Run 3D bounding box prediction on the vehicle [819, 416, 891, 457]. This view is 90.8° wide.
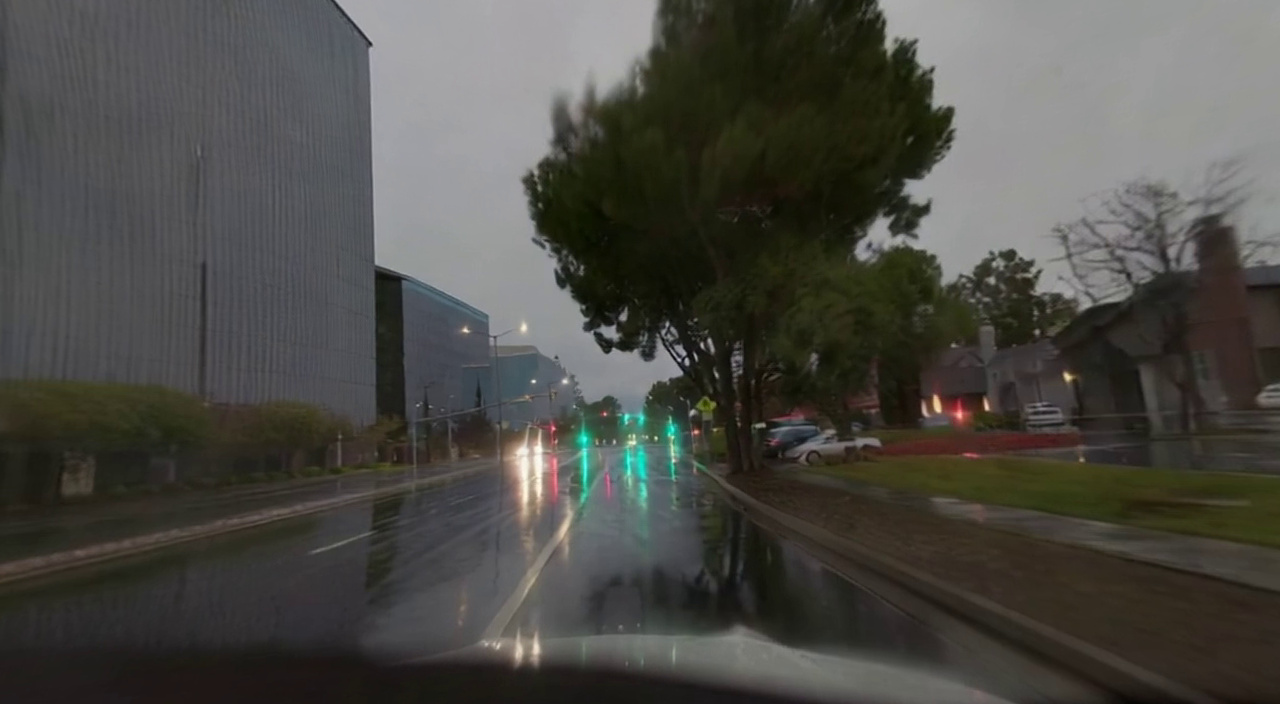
[{"bbox_3d":[8.740,3.499,26.001,1.842,1.535,3.638,0,-8,3],"label":"vehicle"}]

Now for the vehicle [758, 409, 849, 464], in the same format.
[{"bbox_3d":[6.391,3.432,25.411,2.160,1.944,5.086,0,-8,-2],"label":"vehicle"}]

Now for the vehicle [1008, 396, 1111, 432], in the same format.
[{"bbox_3d":[19.777,3.024,30.046,1.890,1.492,4.494,0,-8,2],"label":"vehicle"}]
